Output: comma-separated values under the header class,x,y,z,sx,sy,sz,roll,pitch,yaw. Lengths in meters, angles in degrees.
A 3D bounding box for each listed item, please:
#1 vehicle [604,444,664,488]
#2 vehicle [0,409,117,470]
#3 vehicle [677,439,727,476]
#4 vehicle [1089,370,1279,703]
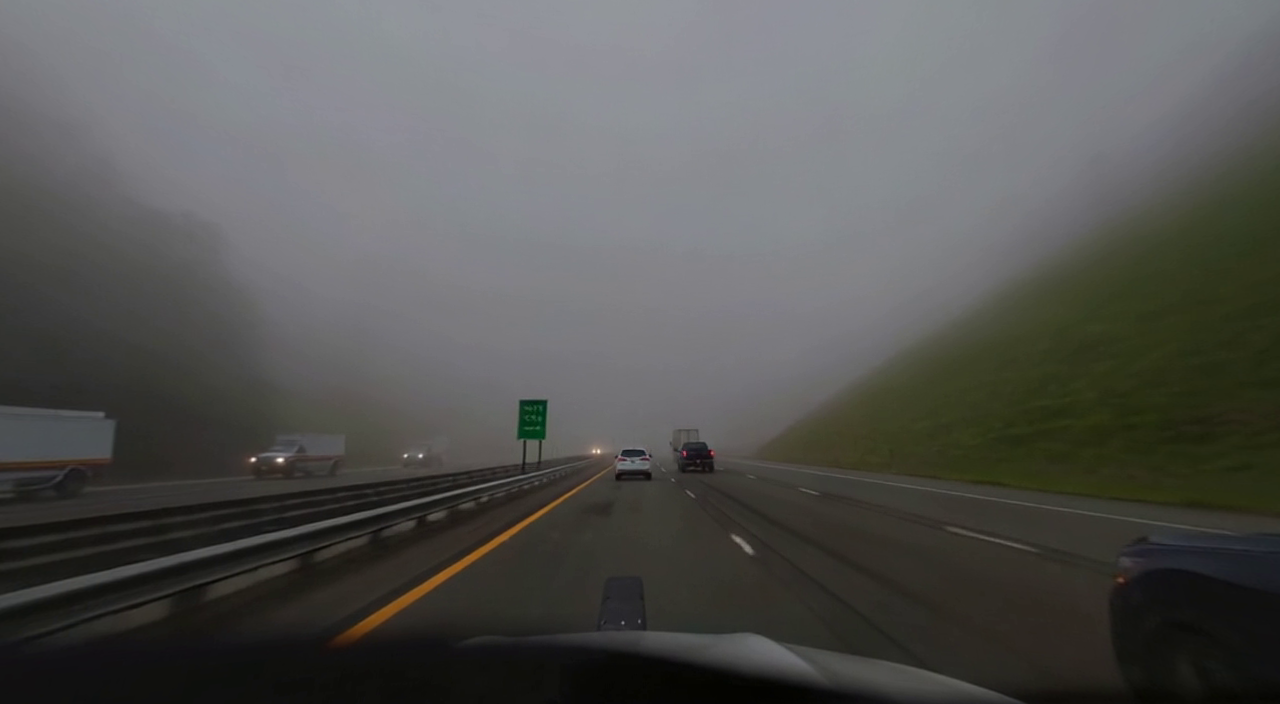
class,x,y,z,sx,sy,sz,roll,pitch,yaw
vehicle,-0.209,4.052,22.638,1.970,1.441,3.846,0,-9,0
vehicle,-36.565,4.783,34.072,2.886,3.282,16.757,-2,-7,-2
vehicle,3.074,5.359,32.088,2.048,1.704,4.284,0,-9,-1
vehicle,3.086,0.586,0.495,1.997,1.534,4.664,0,-9,0
